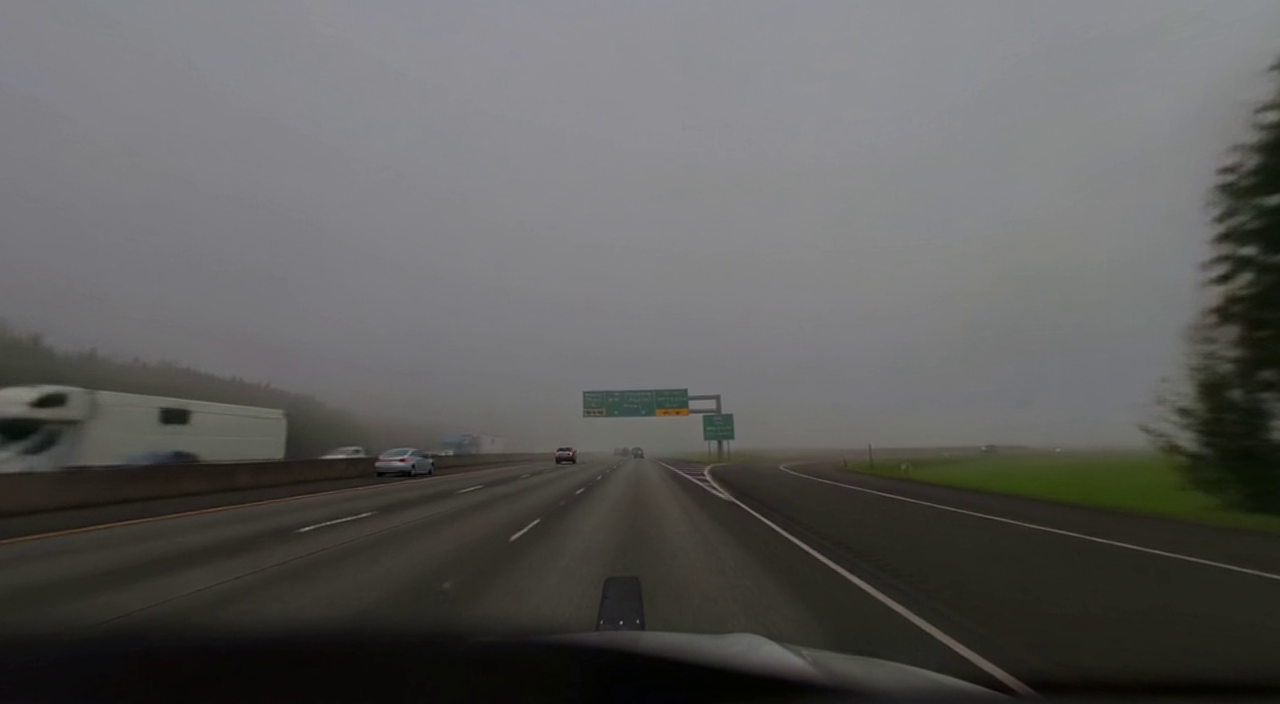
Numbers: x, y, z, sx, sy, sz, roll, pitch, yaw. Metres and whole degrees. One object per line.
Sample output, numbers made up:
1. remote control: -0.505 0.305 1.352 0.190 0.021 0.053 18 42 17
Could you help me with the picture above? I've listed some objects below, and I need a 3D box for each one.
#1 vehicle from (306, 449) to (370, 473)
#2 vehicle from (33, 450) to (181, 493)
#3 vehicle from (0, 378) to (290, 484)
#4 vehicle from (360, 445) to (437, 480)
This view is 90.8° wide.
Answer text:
1. vehicle: -19.378 6.976 40.699 2.293 1.429 3.739 0 -8 0
2. vehicle: -19.472 4.355 23.338 1.824 1.416 4.207 0 -9 0
3. vehicle: -23.770 4.104 30.914 3.500 3.728 17.219 -1 -9 0
4. vehicle: -11.467 5.246 30.285 1.981 1.503 4.207 0 -8 1
